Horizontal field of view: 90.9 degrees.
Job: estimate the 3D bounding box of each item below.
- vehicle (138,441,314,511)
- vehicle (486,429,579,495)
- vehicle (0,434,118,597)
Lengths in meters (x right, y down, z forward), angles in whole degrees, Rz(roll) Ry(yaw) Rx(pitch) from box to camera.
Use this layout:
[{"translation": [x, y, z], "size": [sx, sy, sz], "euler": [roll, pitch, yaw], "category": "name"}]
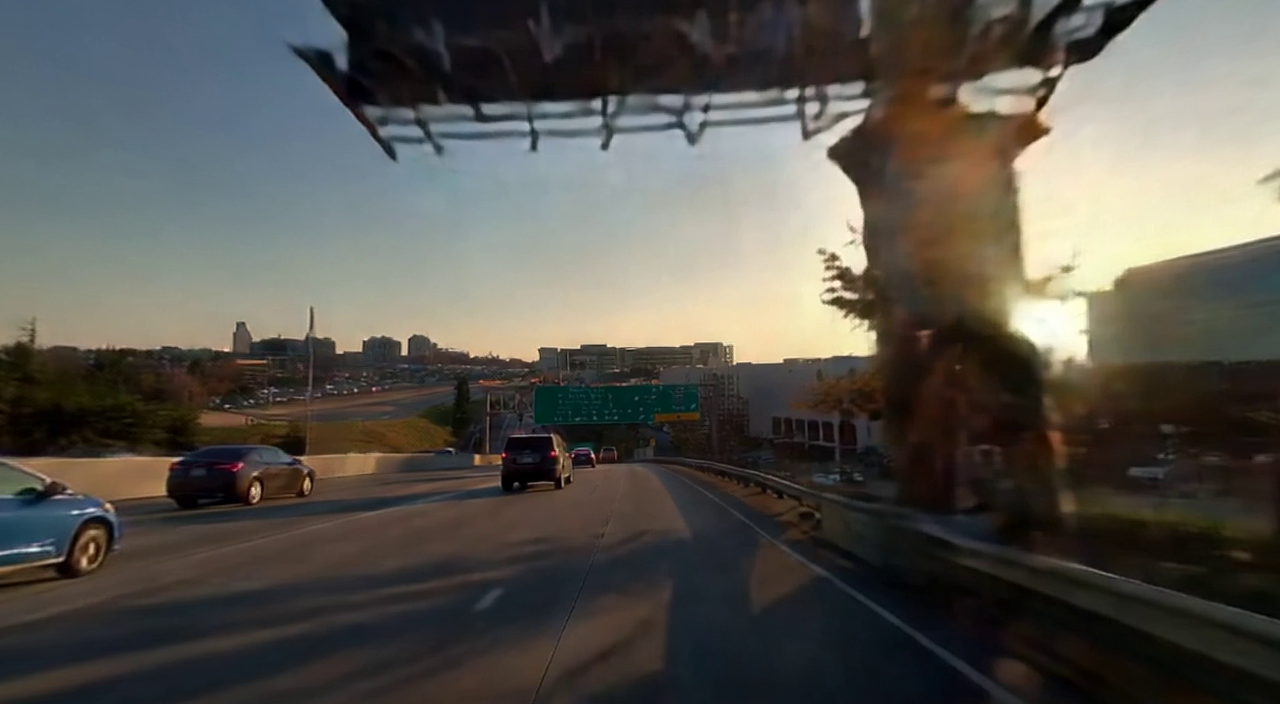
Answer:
[{"translation": [-11.124, 3.318, 17.440], "size": [1.919, 1.665, 4.394], "euler": [0, -8, -1], "category": "vehicle"}, {"translation": [-3.540, 3.755, 22.008], "size": [2.301, 1.985, 5.247], "euler": [0, -8, 0], "category": "vehicle"}, {"translation": [-6.901, 1.474, 5.477], "size": [1.796, 1.509, 3.393], "euler": [0, -8, 0], "category": "vehicle"}]
